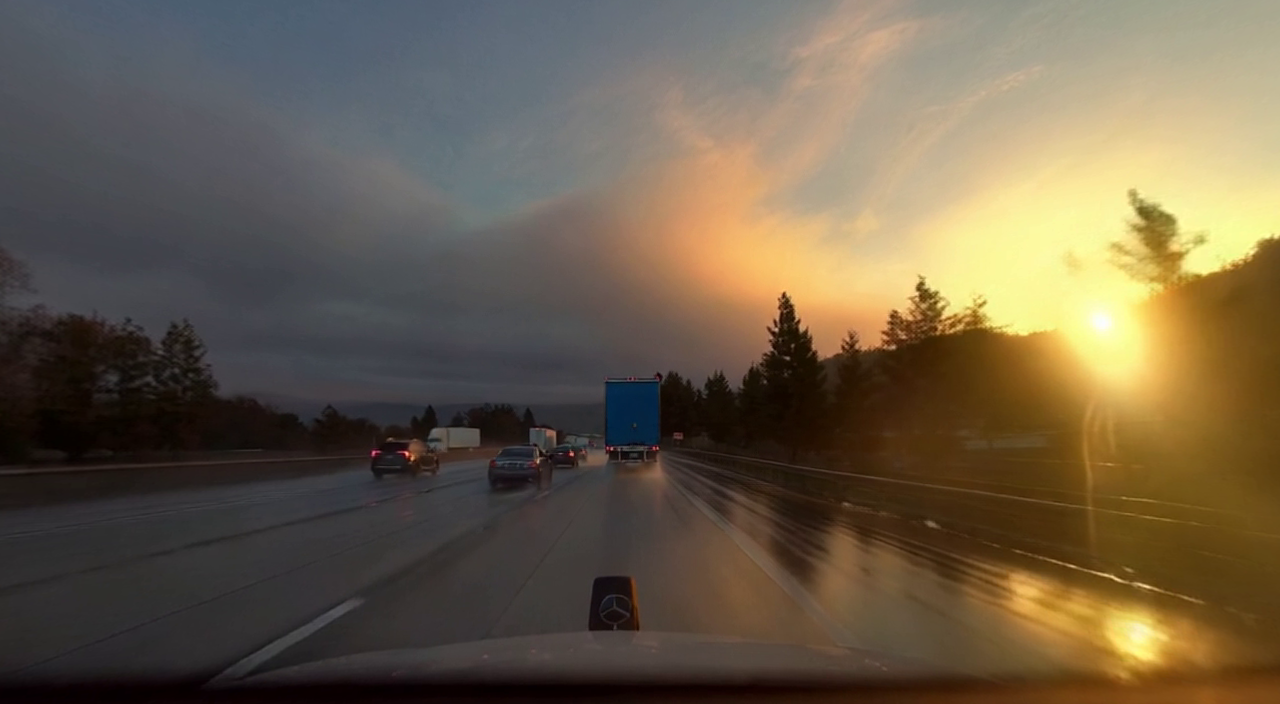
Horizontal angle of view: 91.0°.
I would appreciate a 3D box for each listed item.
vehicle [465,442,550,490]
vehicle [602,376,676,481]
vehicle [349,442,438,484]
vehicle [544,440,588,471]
[{"bbox_3d":[-4.686,4.077,22.900,2.164,1.582,3.979,0,-8,0],"label":"vehicle"},{"bbox_3d":[-0.265,3.782,30.270,2.913,4.113,10.724,0,-8,-2],"label":"vehicle"},{"bbox_3d":[-10.058,4.521,26.056,1.952,1.590,4.090,-1,-8,1],"label":"vehicle"},{"bbox_3d":[-4.368,6.182,37.830,2.158,1.680,4.087,0,-8,0],"label":"vehicle"}]
